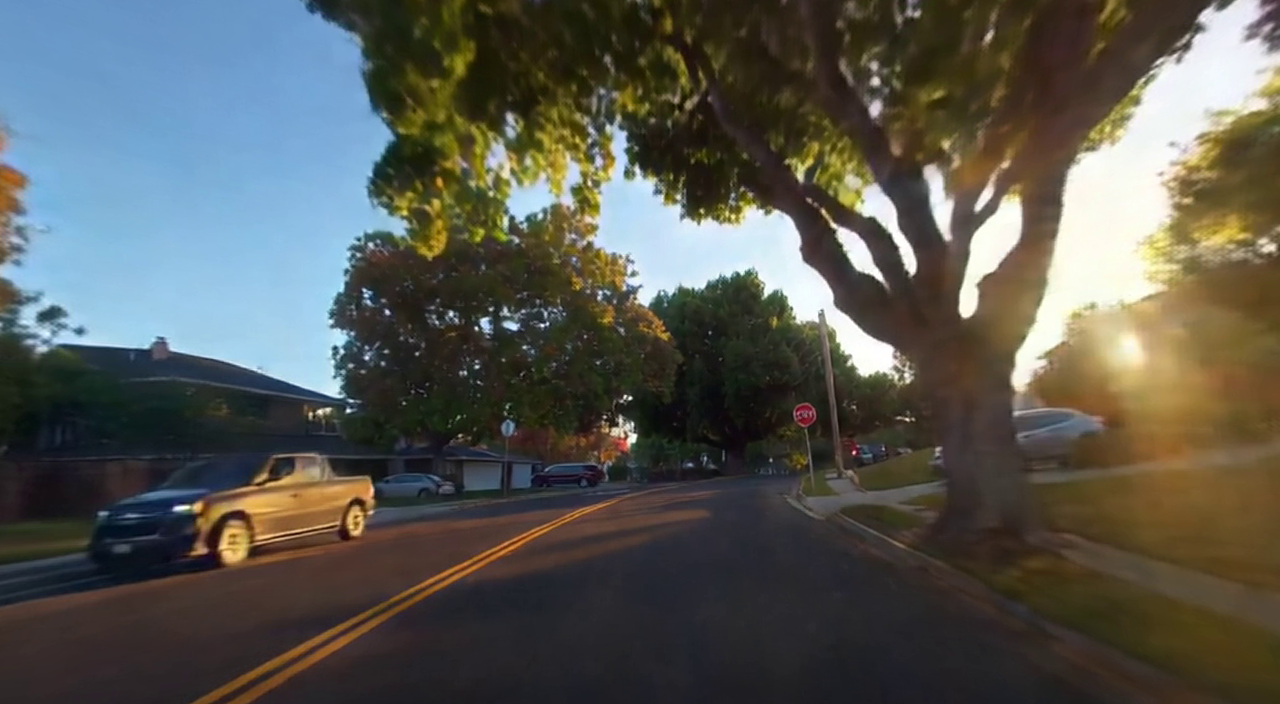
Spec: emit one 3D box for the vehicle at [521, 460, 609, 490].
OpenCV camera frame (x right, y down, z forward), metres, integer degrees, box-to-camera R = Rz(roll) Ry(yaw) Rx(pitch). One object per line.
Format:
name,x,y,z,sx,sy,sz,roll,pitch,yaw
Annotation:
vehicle,-5.140,8.549,43.884,5.643,1.759,2.110,-2,-19,9

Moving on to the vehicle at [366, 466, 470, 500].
vehicle,-10.307,6.095,29.524,4.175,1.492,1.845,0,-10,0

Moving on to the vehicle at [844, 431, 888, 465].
vehicle,13.701,5.801,38.505,2.163,1.885,4.804,-3,-8,16

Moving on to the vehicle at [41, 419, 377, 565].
vehicle,-6.251,2.414,9.982,1.963,1.539,4.210,-3,-22,6

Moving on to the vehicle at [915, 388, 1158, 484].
vehicle,10.160,2.232,16.540,4.740,1.638,2.018,-4,-24,-1
